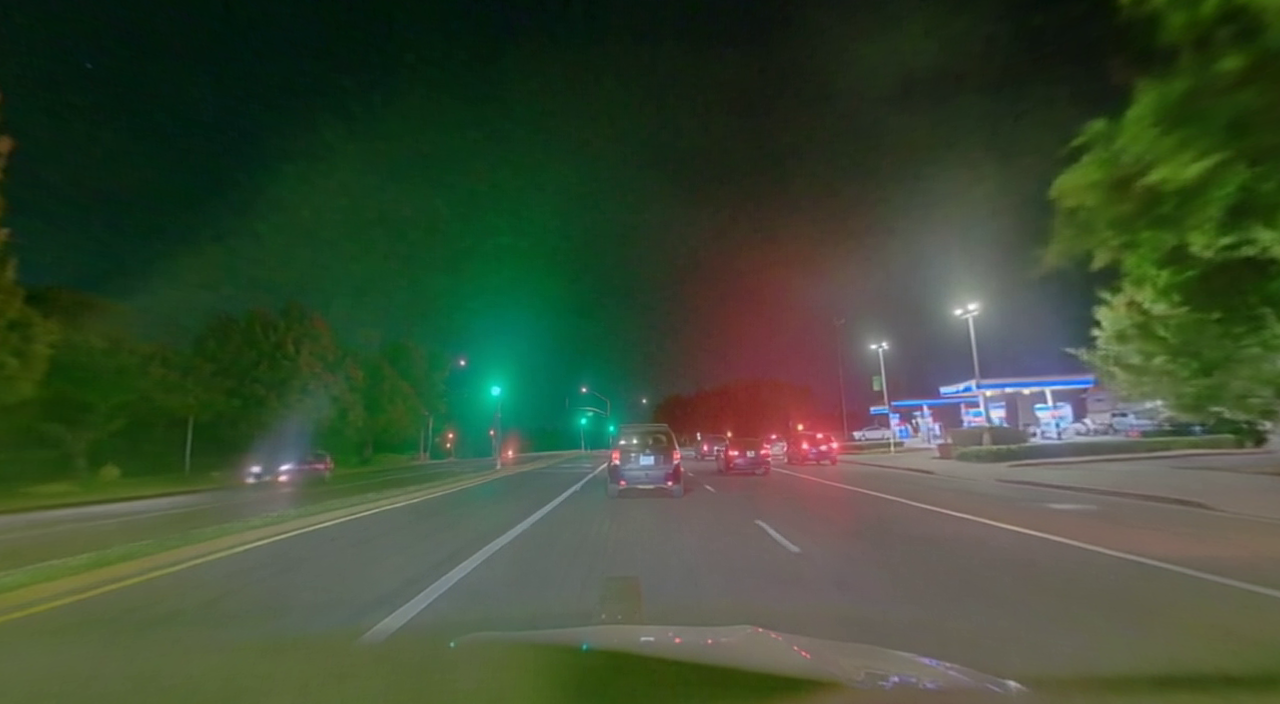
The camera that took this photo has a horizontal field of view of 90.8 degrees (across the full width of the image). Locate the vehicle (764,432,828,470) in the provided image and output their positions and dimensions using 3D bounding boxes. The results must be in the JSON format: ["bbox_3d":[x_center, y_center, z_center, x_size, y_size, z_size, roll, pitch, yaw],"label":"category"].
[{"bbox_3d":[6.979,4.496,28.728,1.793,1.585,4.130,0,-8,-1],"label":"vehicle"}]

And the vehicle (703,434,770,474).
[{"bbox_3d":[3.824,4.139,25.781,1.940,1.474,4.234,0,-8,-2],"label":"vehicle"}]

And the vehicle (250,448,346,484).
[{"bbox_3d":[-15.522,5.168,29.007,1.914,1.496,4.361,0,-8,1],"label":"vehicle"}]

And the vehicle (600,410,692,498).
[{"bbox_3d":[0.041,2.613,16.492,2.038,1.917,4.900,0,-8,-2],"label":"vehicle"}]
